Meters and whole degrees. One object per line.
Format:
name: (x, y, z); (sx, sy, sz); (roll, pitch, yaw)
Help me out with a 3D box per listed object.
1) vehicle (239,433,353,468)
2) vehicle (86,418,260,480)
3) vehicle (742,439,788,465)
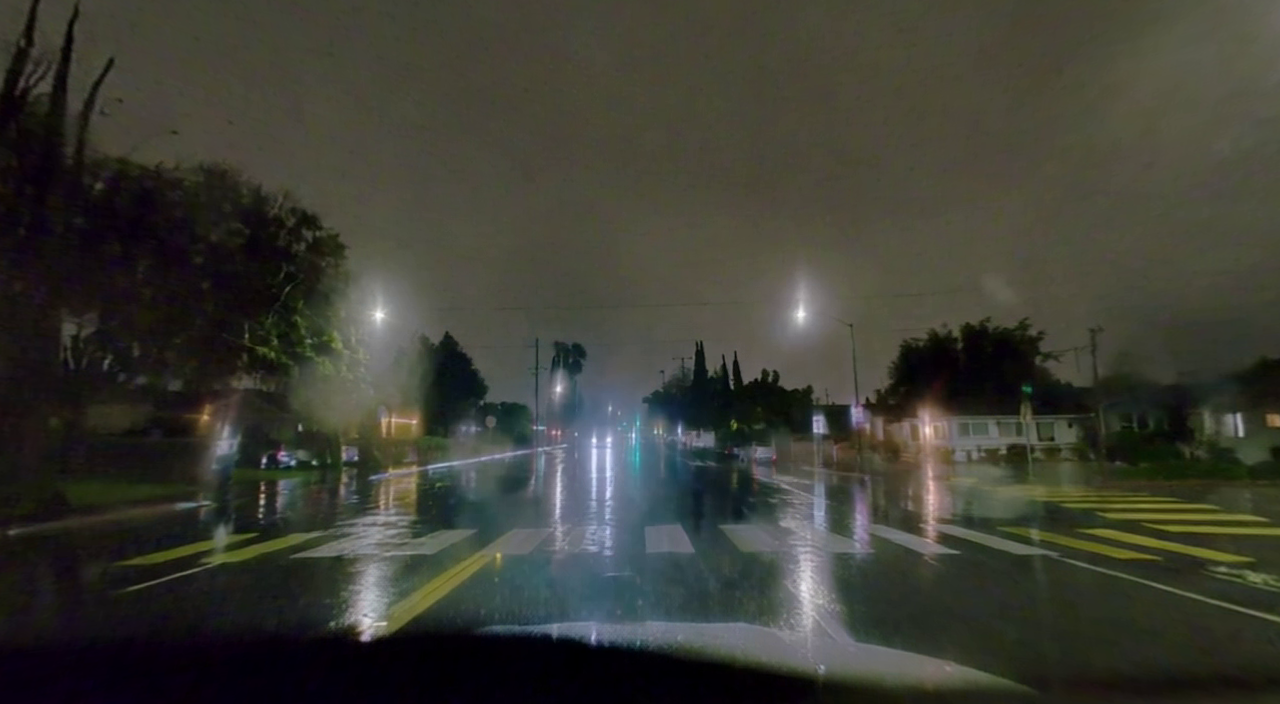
vehicle: (-17.952, 5.154, 33.141); (4.743, 1.734, 1.994); (0, -9, 0)
vehicle: (-17.920, 3.759, 24.482); (4.800, 2.259, 2.303); (0, -9, -1)
vehicle: (8.002, 6.477, 40.864); (2.029, 1.554, 4.705); (0, -9, 1)
